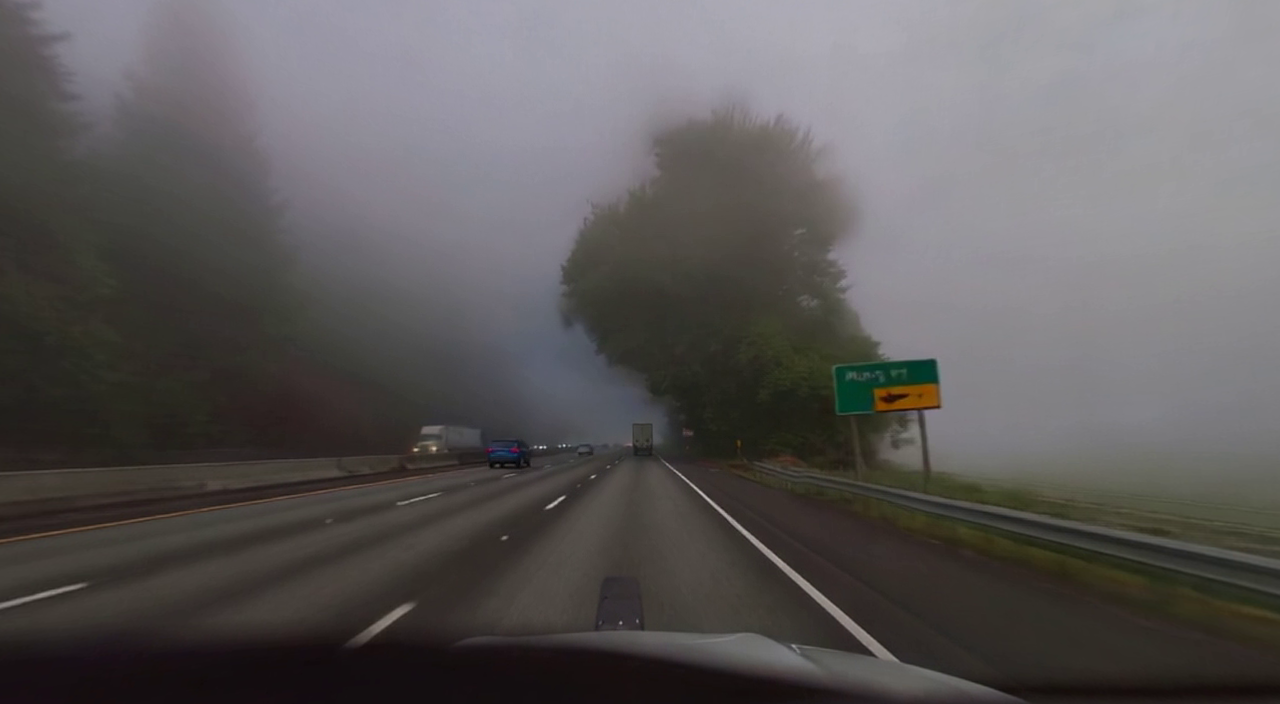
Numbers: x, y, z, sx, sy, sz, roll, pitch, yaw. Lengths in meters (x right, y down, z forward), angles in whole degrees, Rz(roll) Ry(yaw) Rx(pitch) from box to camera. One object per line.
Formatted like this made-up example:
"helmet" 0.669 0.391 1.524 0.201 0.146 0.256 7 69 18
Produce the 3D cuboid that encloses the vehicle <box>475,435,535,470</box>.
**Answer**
"vehicle" -7.403 5.588 35.129 2.253 1.815 4.618 0 -8 1
